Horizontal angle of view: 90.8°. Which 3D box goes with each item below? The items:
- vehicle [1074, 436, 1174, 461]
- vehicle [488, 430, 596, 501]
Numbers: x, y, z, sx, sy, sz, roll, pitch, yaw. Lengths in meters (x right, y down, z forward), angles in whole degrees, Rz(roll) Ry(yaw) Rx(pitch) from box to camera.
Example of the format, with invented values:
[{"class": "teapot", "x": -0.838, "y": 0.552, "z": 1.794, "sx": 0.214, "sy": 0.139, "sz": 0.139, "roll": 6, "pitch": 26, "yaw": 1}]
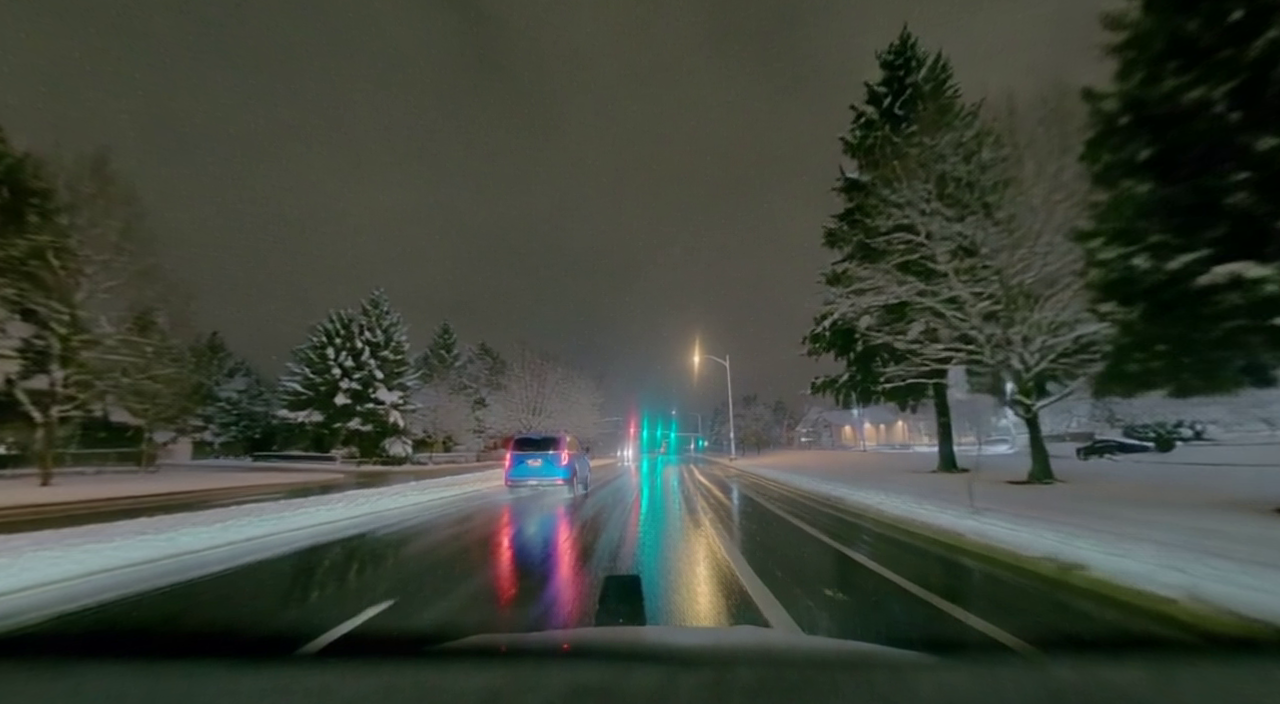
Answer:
[{"class": "vehicle", "x": 33.674, "y": 6.732, "z": 44.051, "sx": 5.239, "sy": 1.663, "sz": 1.977, "roll": 0, "pitch": -9, "yaw": 3}, {"class": "vehicle", "x": -2.554, "y": 3.115, "z": 17.708, "sx": 2.121, "sy": 1.724, "sz": 4.392, "roll": 0, "pitch": -9, "yaw": 2}]
